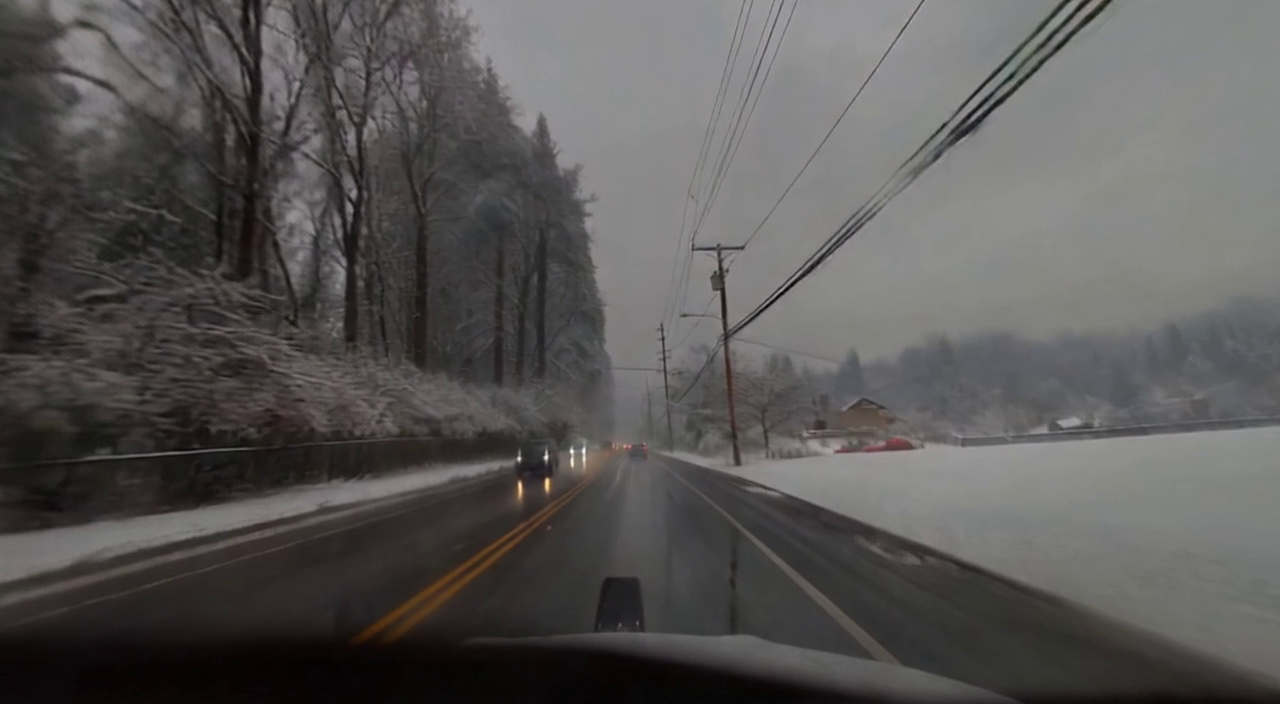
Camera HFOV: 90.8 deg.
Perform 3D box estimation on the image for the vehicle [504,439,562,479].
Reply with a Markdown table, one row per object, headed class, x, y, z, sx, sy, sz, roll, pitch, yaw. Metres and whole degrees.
| class | x | y | z | sx | sy | sz | roll | pitch | yaw |
| --- | --- | --- | --- | --- | --- | --- | --- | --- | --- |
| vehicle | -4.988 | 5.017 | 29.953 | 2.114 | 1.712 | 4.340 | 0 | -8 | -2 |
